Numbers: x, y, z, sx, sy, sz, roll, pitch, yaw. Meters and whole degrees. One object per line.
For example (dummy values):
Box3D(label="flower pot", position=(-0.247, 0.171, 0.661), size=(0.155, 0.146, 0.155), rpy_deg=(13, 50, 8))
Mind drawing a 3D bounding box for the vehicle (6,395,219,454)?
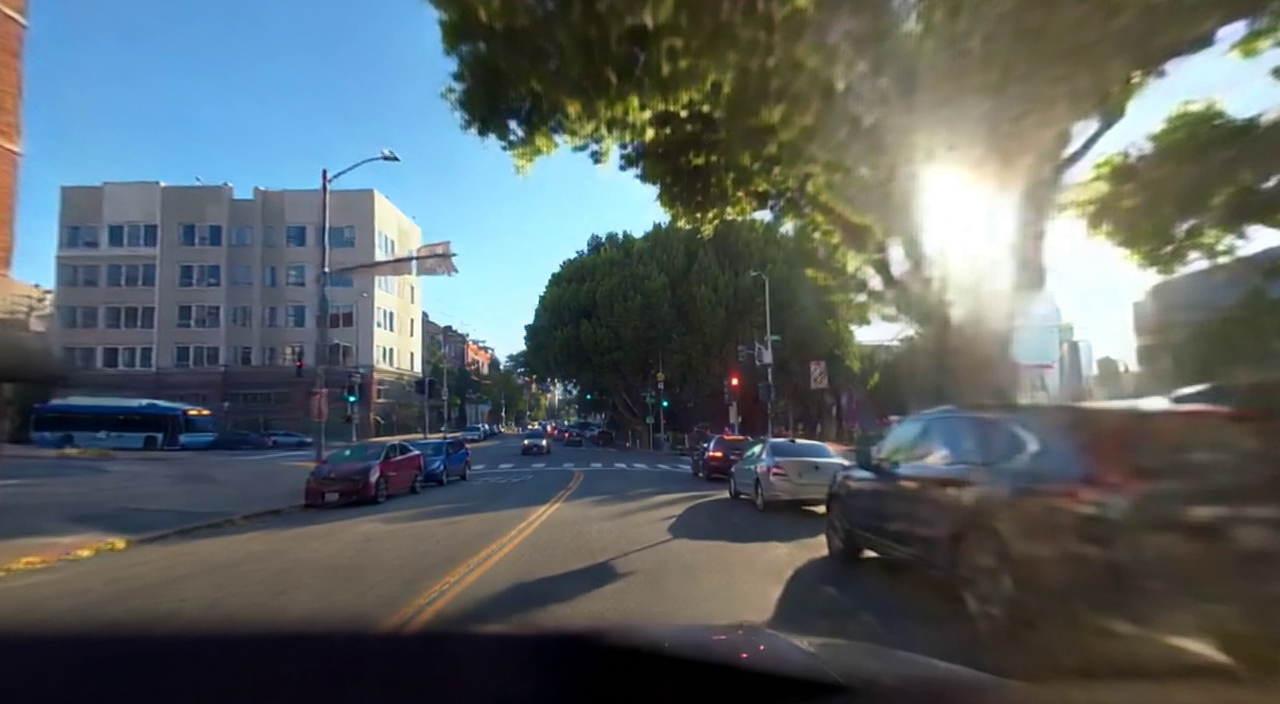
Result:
Box3D(label="vehicle", position=(-33.261, 4.663, 40.162), size=(10.621, 3.479, 3.025), rpy_deg=(1, -9, 1))

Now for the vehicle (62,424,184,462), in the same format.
Box3D(label="vehicle", position=(-29.006, 5.123, 35.608), size=(4.704, 2.065, 2.328), rpy_deg=(0, -9, -2))

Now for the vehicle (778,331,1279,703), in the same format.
Box3D(label="vehicle", position=(3.086, 1.223, 5.633), size=(2.222, 1.812, 5.688), rpy_deg=(0, -9, -2))

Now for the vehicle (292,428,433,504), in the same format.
Box3D(label="vehicle", position=(-7.123, 2.954, 16.743), size=(1.893, 1.758, 4.019), rpy_deg=(0, -9, 0))
